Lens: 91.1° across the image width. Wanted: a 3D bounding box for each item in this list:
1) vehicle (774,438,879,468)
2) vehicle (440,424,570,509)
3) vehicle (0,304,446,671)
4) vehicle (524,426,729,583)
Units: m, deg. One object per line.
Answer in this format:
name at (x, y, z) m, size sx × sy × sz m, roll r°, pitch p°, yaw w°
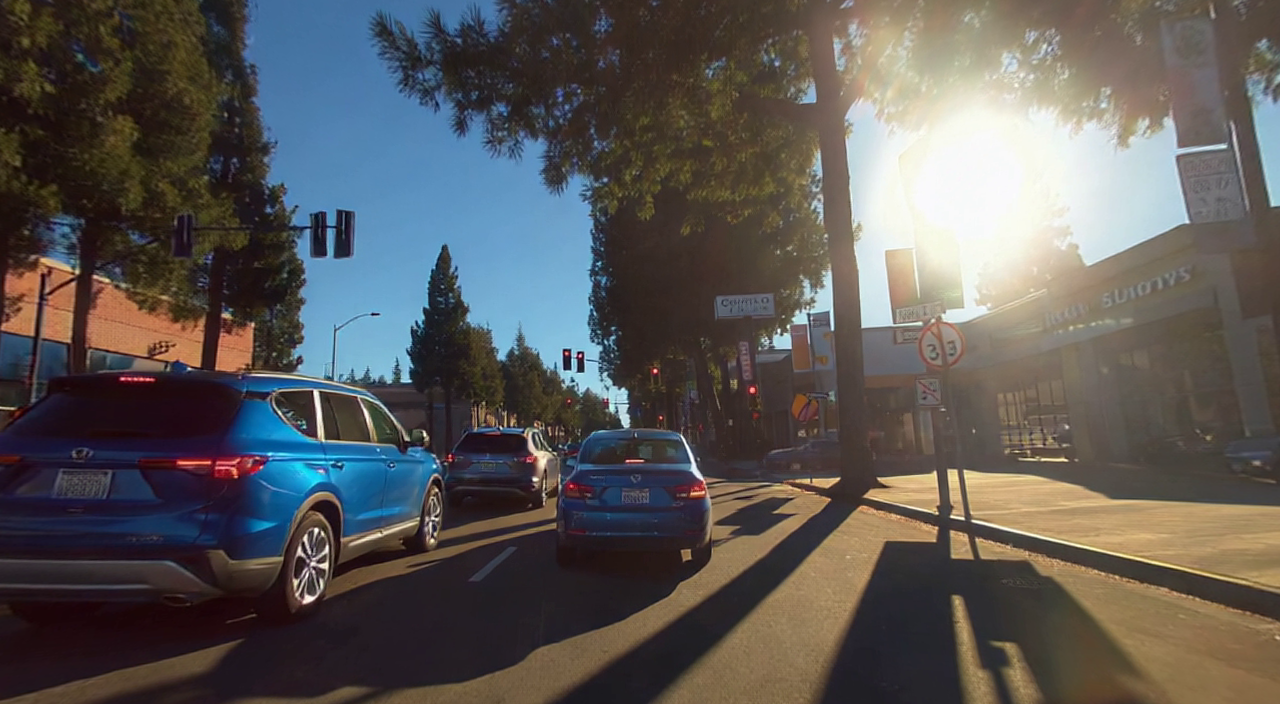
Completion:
vehicle at (9.574, 5.228, 32.496) m, size 4.809 × 1.476 × 1.845 m, roll 0°, pitch -8°, yaw -2°
vehicle at (-2.923, 2.595, 14.608) m, size 2.047 × 1.664 × 4.148 m, roll 0°, pitch -8°, yaw 1°
vehicle at (-3.811, 1.129, 6.213) m, size 2.152 × 2.118 × 5.066 m, roll 0°, pitch -8°, yaw 0°
vehicle at (-0.160, 1.777, 8.174) m, size 1.966 × 1.481 × 4.146 m, roll 0°, pitch -8°, yaw -1°
